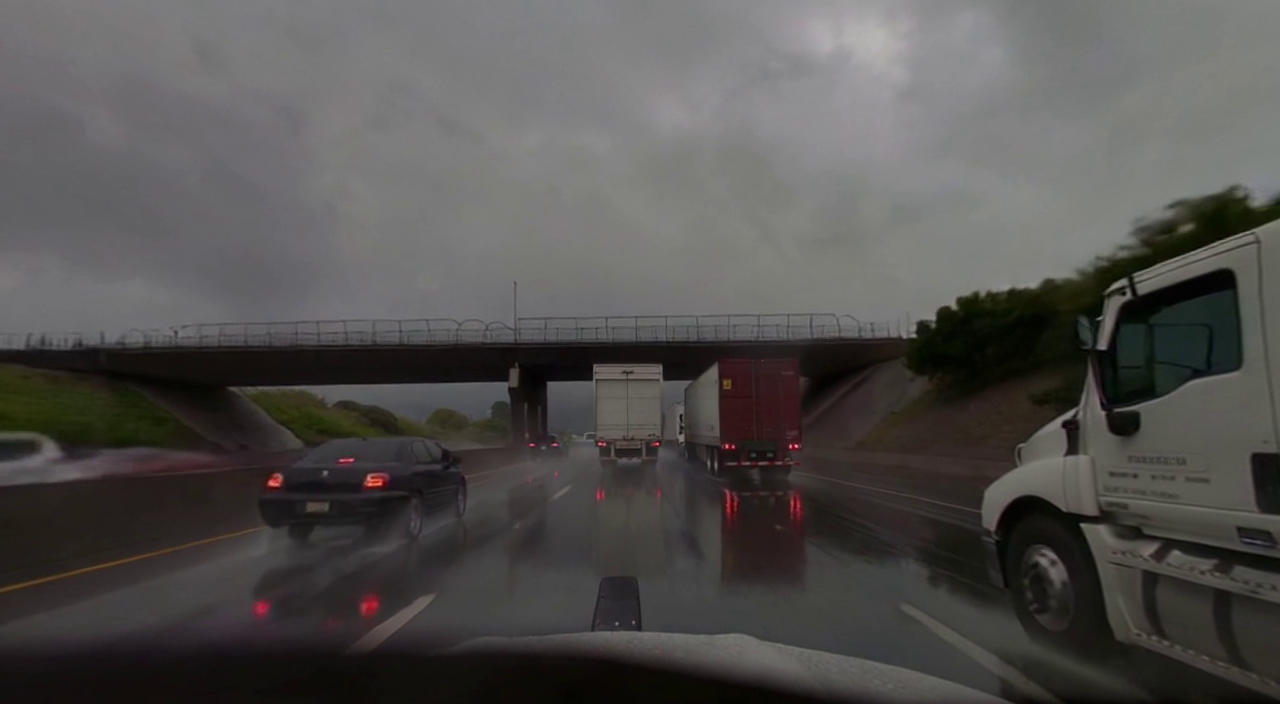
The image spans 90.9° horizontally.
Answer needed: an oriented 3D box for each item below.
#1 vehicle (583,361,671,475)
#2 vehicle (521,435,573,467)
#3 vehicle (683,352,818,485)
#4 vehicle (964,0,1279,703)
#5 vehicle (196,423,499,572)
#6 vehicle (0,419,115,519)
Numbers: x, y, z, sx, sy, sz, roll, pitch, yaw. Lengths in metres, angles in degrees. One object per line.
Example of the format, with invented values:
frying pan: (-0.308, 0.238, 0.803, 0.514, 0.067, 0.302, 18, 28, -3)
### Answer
vehicle: (-0.505, 3.051, 27.760, 3.090, 4.065, 10.702, 0, -8, -1)
vehicle: (-4.458, 4.799, 30.832, 2.049, 1.483, 3.786, 0, -8, -1)
vehicle: (3.625, 2.696, 24.257, 2.817, 3.886, 11.491, 0, -8, -1)
vehicle: (3.937, -0.428, 1.398, 3.074, 3.896, 5.910, 0, -8, -1)
vehicle: (-3.404, 1.750, 8.582, 1.894, 1.460, 4.662, 0, -8, 0)
vehicle: (-11.380, 1.894, 10.173, 1.925, 1.607, 4.500, 0, -8, 0)
